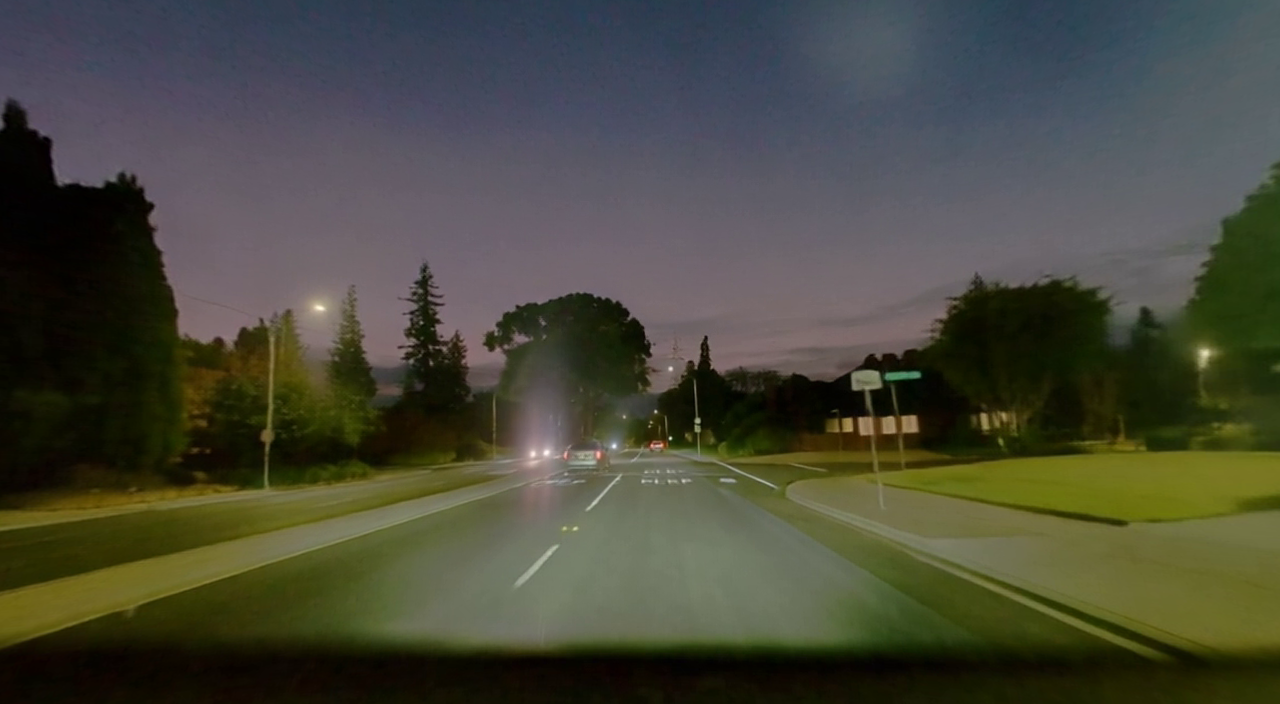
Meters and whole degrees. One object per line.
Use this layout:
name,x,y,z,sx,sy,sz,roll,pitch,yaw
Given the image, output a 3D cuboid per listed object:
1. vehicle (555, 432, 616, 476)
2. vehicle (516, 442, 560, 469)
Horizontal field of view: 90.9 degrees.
vehicle,-2.301,4.463,27.856,2.190,1.766,4.394,0,-8,2
vehicle,-5.992,6.149,37.575,1.972,1.514,4.241,1,-8,-1
